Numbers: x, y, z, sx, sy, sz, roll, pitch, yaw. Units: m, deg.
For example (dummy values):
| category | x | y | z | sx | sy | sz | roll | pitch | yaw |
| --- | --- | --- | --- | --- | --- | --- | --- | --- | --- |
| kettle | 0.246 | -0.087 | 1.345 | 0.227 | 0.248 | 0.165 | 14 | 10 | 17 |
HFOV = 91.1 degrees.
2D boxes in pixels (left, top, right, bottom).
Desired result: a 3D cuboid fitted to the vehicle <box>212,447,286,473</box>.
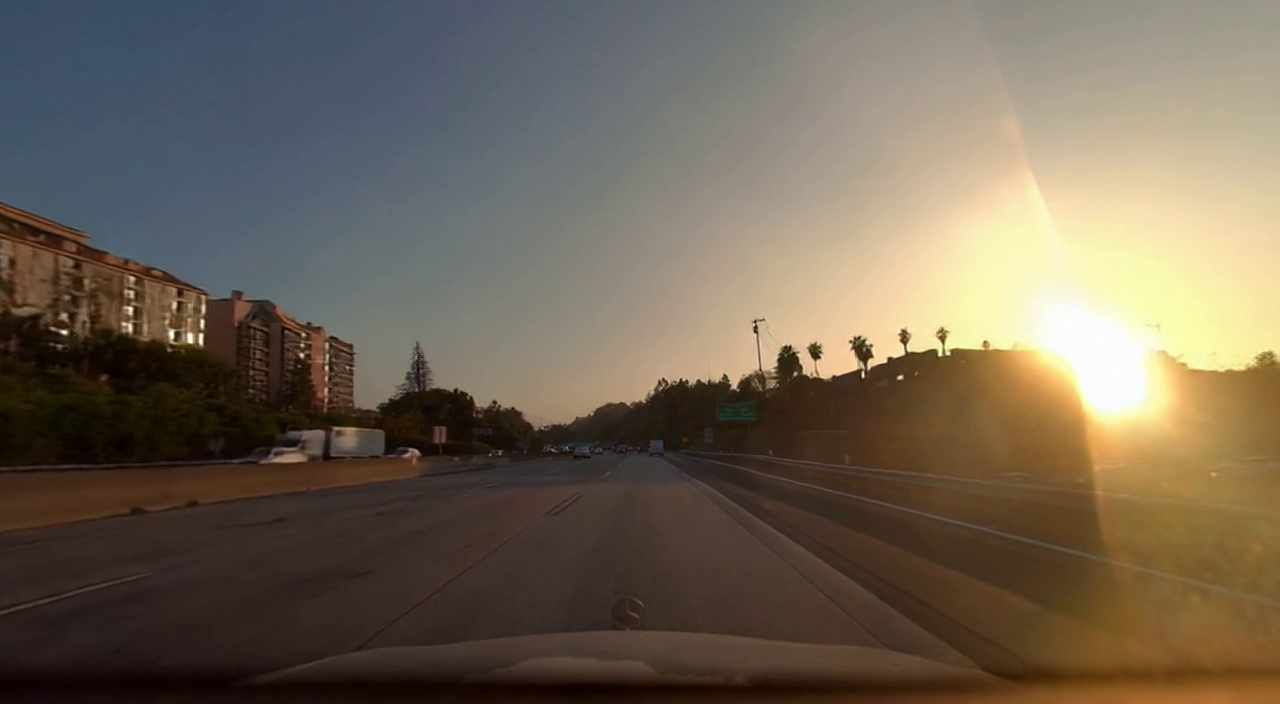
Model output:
| category | x | y | z | sx | sy | sz | roll | pitch | yaw |
| --- | --- | --- | --- | --- | --- | --- | --- | --- | --- |
| vehicle | -26.785 | 7.390 | 43.244 | 1.890 | 1.646 | 4.864 | 0 | -9 | 1 |
